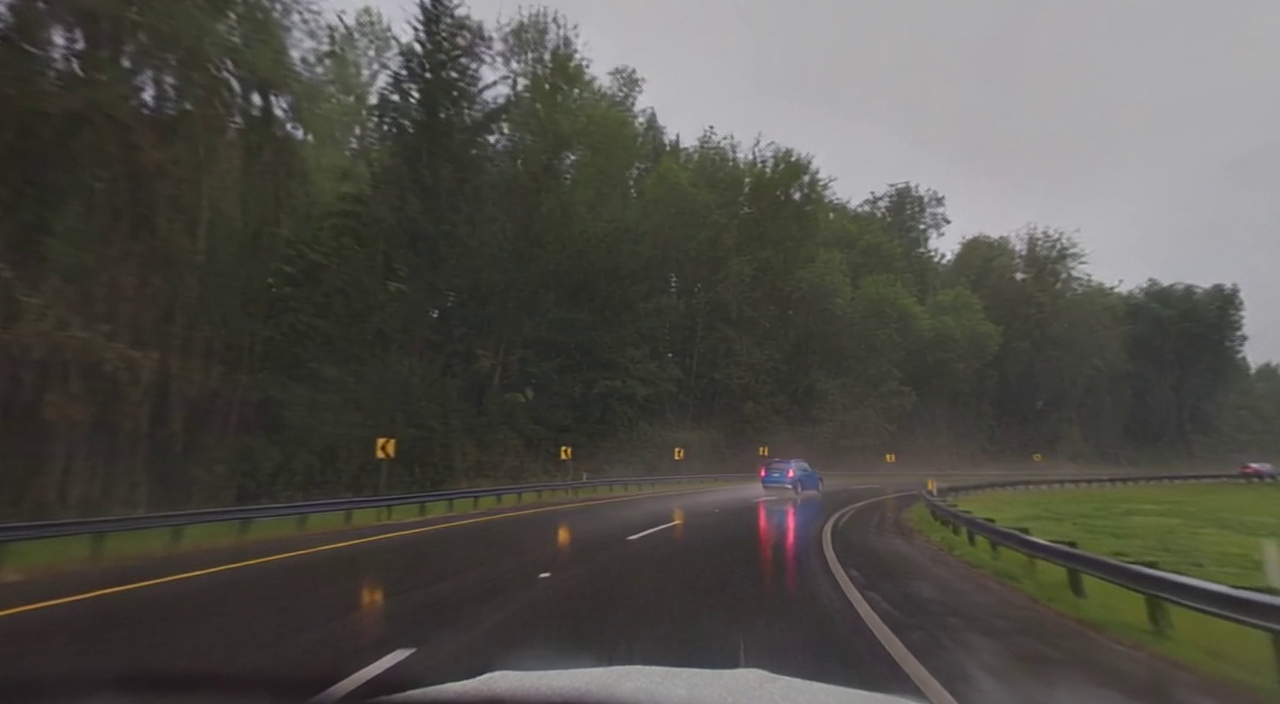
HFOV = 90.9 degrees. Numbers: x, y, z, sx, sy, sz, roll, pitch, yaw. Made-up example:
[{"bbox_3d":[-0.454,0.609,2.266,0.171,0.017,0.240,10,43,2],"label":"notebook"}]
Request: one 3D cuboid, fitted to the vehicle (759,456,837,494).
[{"bbox_3d":[7.743,5.942,30.637,1.997,1.692,4.422,-7,-13,37],"label":"vehicle"}]
